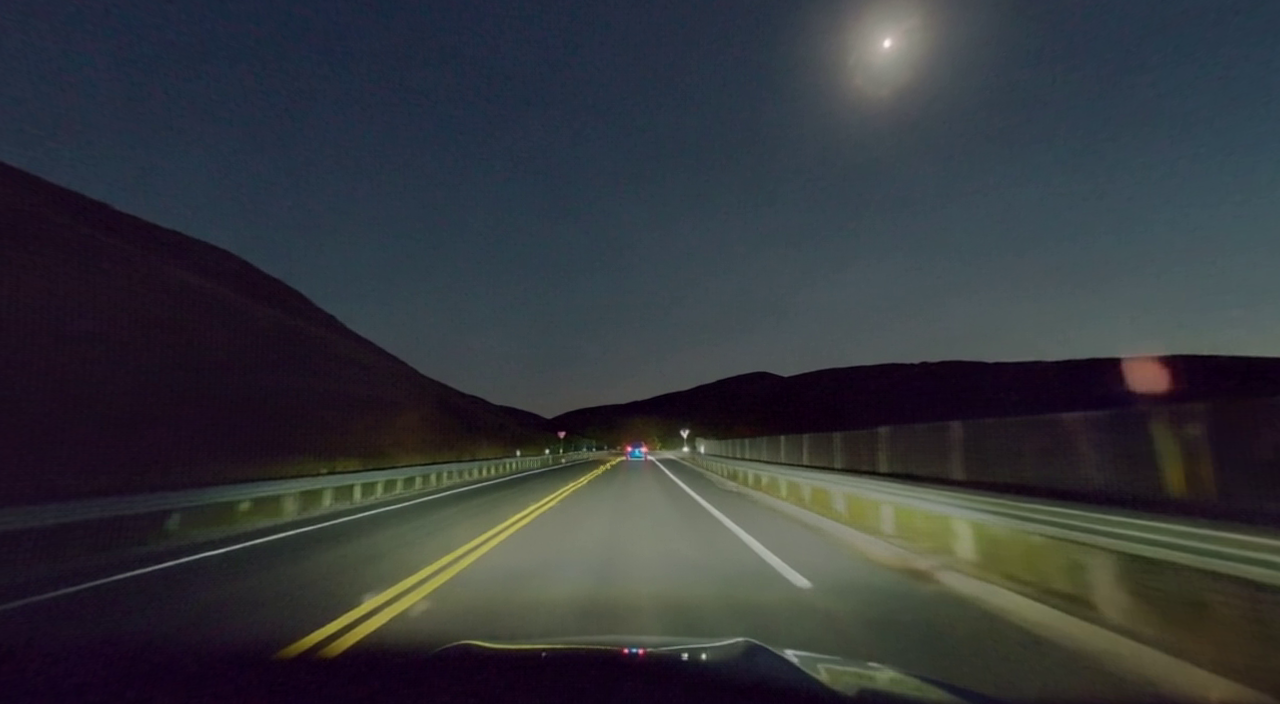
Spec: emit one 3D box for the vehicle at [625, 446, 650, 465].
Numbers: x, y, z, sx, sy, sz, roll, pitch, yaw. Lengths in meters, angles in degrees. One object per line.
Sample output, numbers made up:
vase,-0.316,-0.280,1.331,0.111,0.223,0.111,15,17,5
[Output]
vehicle,-0.233,8.132,49.670,1.912,1.430,3.811,0,-9,-1
